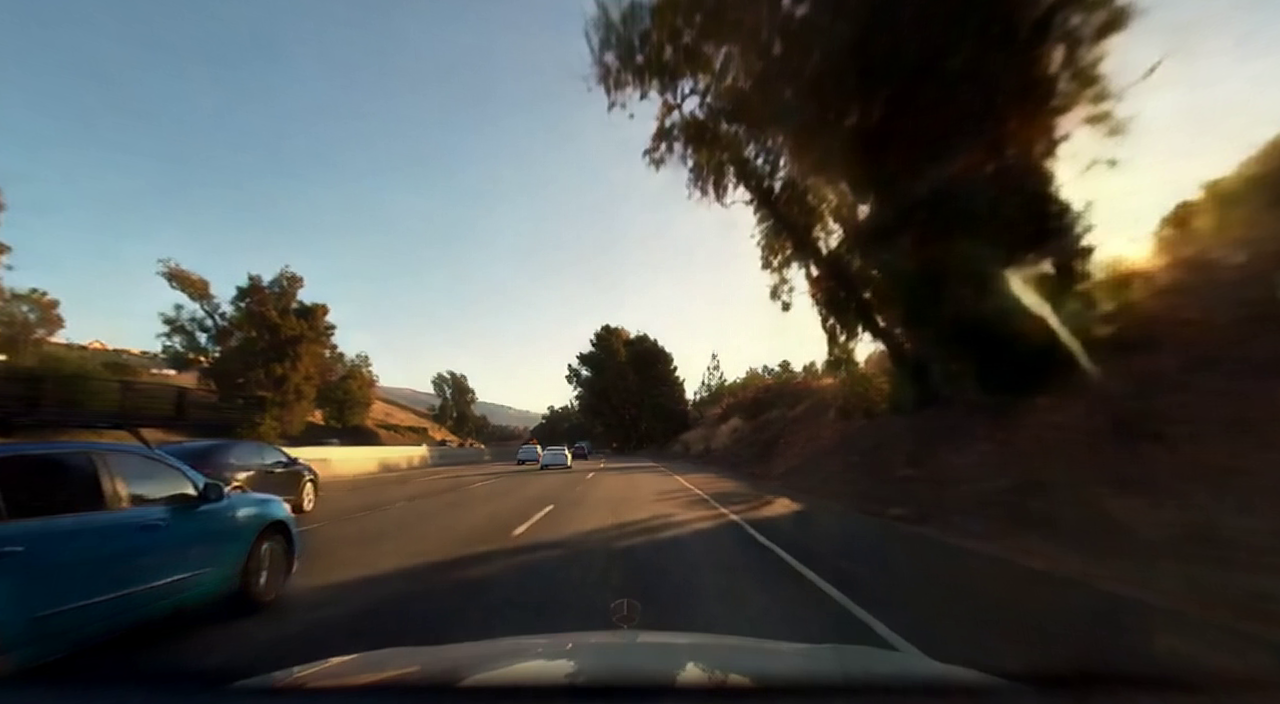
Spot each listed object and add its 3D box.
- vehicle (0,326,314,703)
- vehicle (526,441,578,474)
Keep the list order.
[{"bbox_3d":[-3.796,0.785,2.531,2.200,1.807,5.041,0,-9,1],"label":"vehicle"},{"bbox_3d":[-4.354,5.278,31.682,2.012,1.509,4.359,0,-9,0],"label":"vehicle"}]
